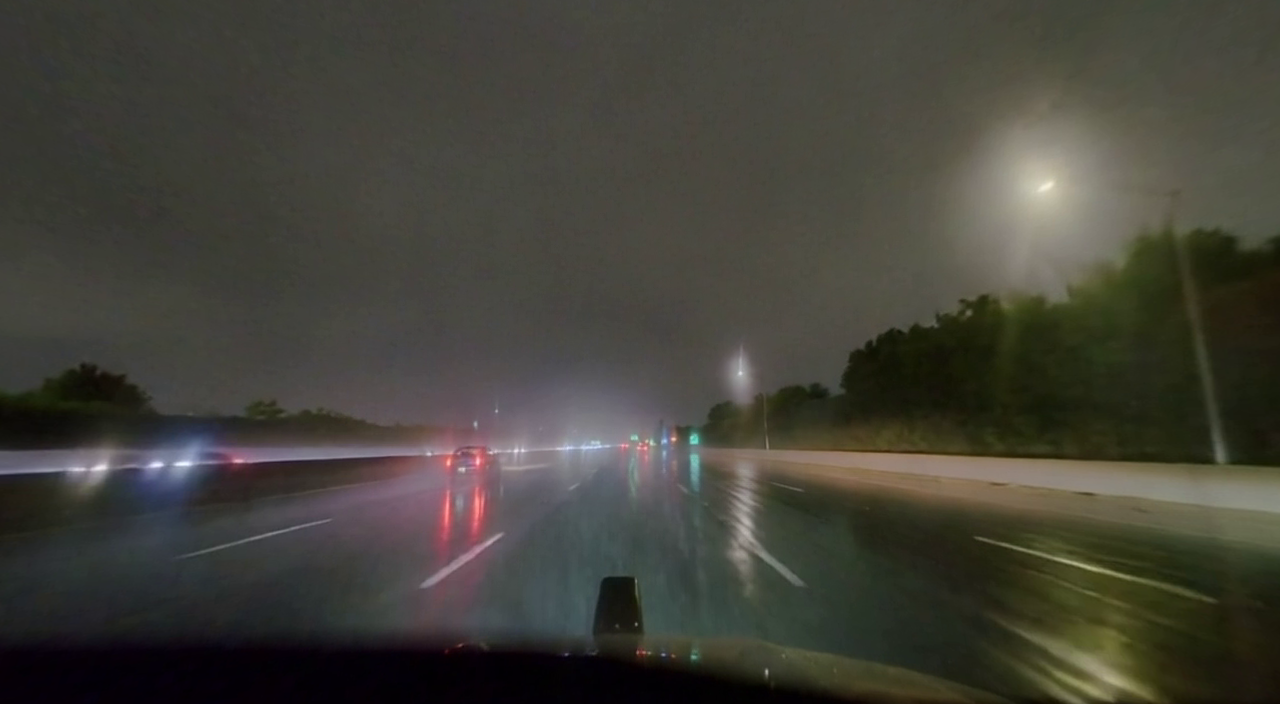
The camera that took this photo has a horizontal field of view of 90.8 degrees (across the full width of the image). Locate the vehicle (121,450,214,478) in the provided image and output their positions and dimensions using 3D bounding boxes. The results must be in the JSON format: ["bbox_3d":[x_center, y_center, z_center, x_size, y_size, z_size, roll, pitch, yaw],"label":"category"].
[{"bbox_3d":[-28.814,6.826,38.771,1.973,1.535,4.806,0,-8,0],"label":"vehicle"}]

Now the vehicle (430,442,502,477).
[{"bbox_3d":[-8.145,5.050,30.043,2.005,1.545,4.874,0,-8,0],"label":"vehicle"}]

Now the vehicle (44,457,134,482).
[{"bbox_3d":[-36.451,7.763,41.942,1.787,1.465,4.647,0,-8,0],"label":"vehicle"}]
